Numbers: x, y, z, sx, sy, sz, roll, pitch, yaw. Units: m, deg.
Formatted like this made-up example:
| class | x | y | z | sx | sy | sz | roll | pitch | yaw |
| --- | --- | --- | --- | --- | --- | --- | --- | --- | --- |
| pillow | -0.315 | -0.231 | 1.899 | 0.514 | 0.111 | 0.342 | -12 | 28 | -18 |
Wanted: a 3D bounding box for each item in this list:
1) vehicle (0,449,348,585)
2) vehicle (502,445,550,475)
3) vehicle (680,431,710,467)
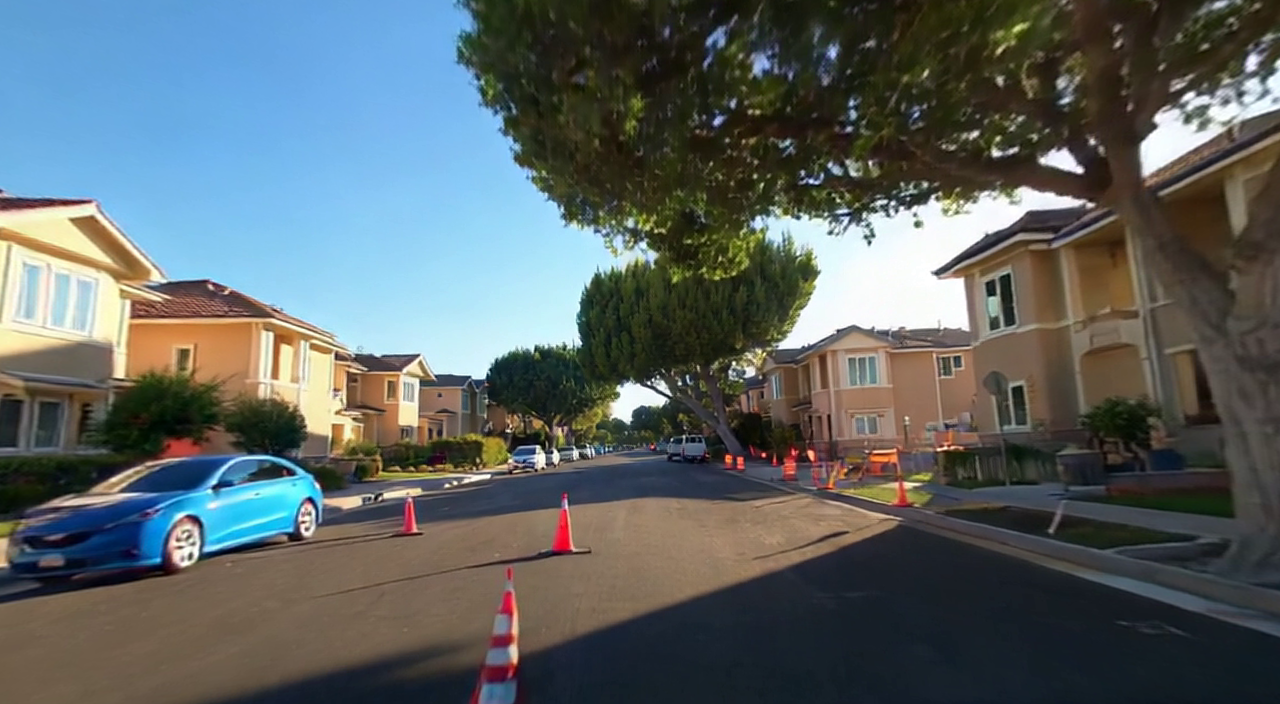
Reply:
| class | x | y | z | sx | sy | sz | roll | pitch | yaw |
| --- | --- | --- | --- | --- | --- | --- | --- | --- | --- |
| vehicle | -6.515 | 2.194 | 9.327 | 2.137 | 1.481 | 4.503 | -1 | -9 | 2 |
| vehicle | -6.542 | 6.231 | 36.594 | 1.957 | 1.608 | 4.476 | 0 | -9 | -1 |
| vehicle | 4.121 | 7.277 | 47.437 | 2.082 | 2.534 | 3.248 | -1 | -8 | 3 |
